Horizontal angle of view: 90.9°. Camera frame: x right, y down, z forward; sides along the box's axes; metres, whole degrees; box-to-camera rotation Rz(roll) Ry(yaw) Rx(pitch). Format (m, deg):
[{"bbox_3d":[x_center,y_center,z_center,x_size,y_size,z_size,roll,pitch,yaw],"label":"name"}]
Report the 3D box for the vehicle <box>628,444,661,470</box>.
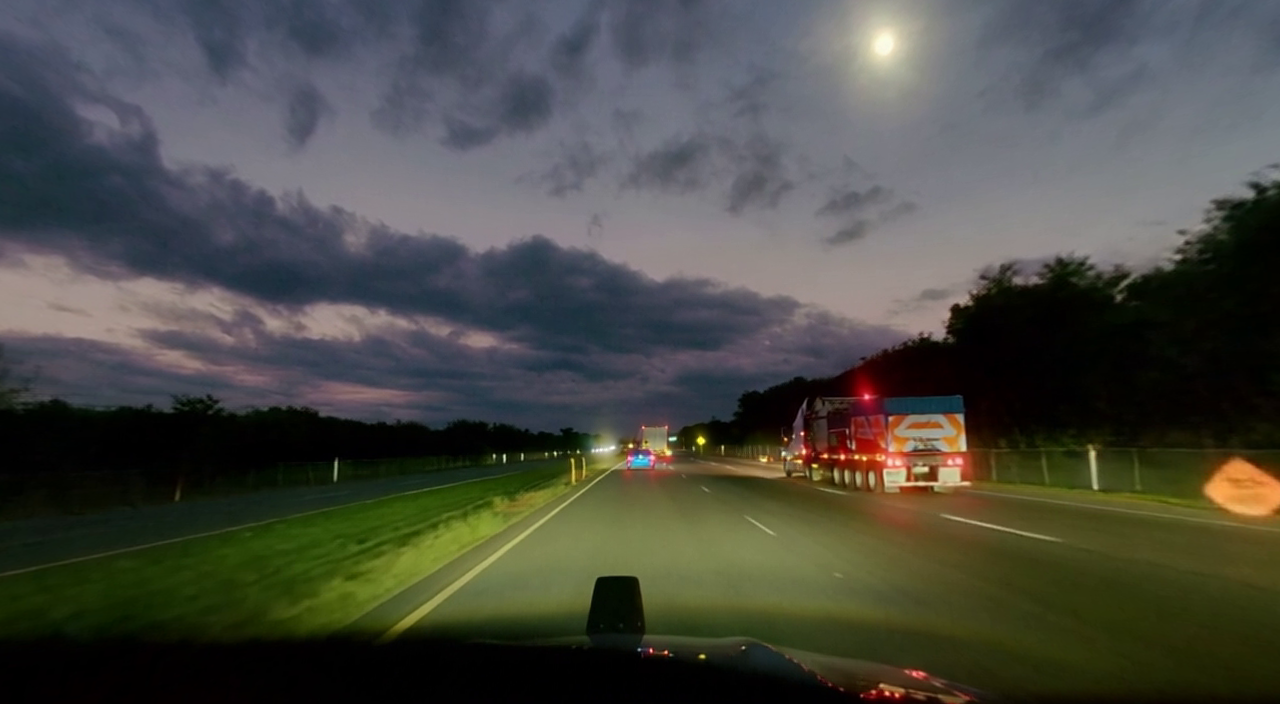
[{"bbox_3d":[0.250,6.902,41.500,2.065,1.573,3.734,0,-9,-1],"label":"vehicle"}]
